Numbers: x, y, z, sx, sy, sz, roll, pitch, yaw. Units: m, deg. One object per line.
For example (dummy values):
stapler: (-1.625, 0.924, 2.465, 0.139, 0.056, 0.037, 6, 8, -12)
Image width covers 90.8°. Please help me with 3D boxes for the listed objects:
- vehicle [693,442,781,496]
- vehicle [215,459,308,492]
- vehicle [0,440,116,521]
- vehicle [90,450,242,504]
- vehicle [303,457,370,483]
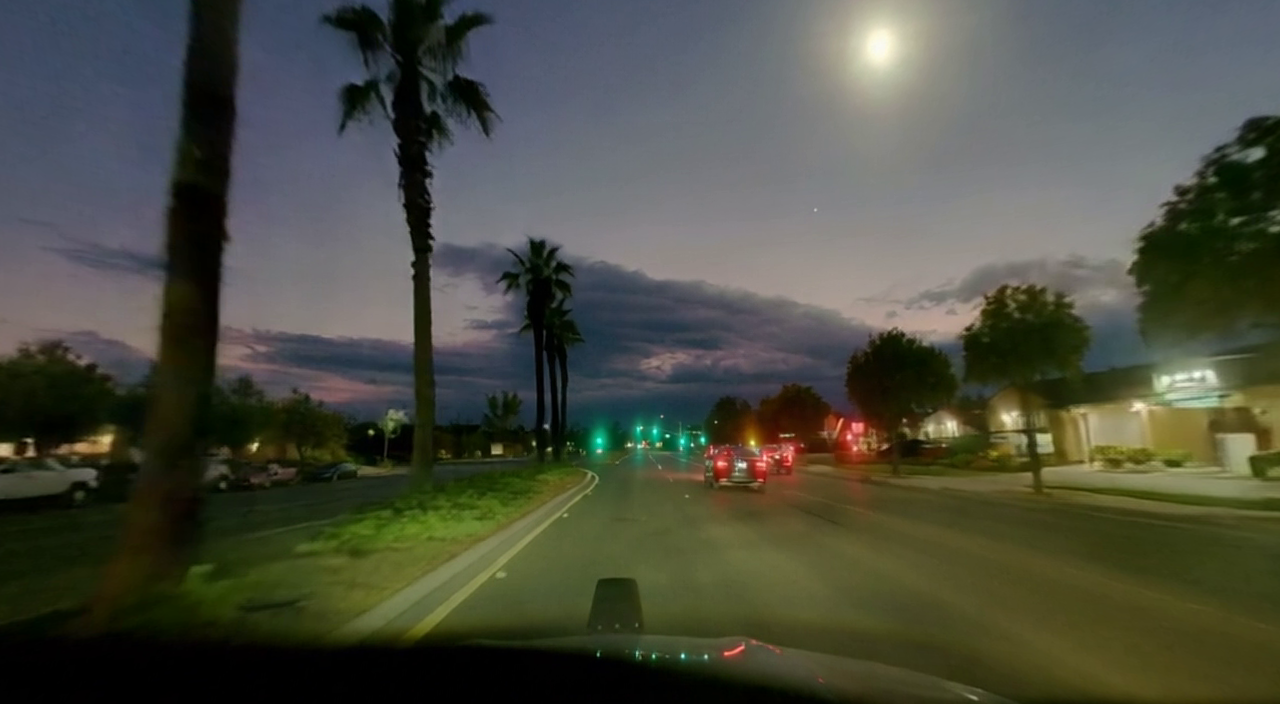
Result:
vehicle: (2.919, 3.660, 20.138, 1.989, 1.492, 4.689, 0, -9, -1)
vehicle: (-19.189, 6.254, 32.336, 1.836, 1.476, 4.950, 0, -9, -1)
vehicle: (-19.185, 3.801, 19.003, 2.344, 2.232, 5.170, 0, -9, -1)
vehicle: (-19.208, 5.047, 26.056, 2.056, 1.946, 5.498, 0, -9, -1)
vehicle: (-19.227, 7.470, 40.264, 1.897, 1.482, 4.707, 0, -9, 0)
